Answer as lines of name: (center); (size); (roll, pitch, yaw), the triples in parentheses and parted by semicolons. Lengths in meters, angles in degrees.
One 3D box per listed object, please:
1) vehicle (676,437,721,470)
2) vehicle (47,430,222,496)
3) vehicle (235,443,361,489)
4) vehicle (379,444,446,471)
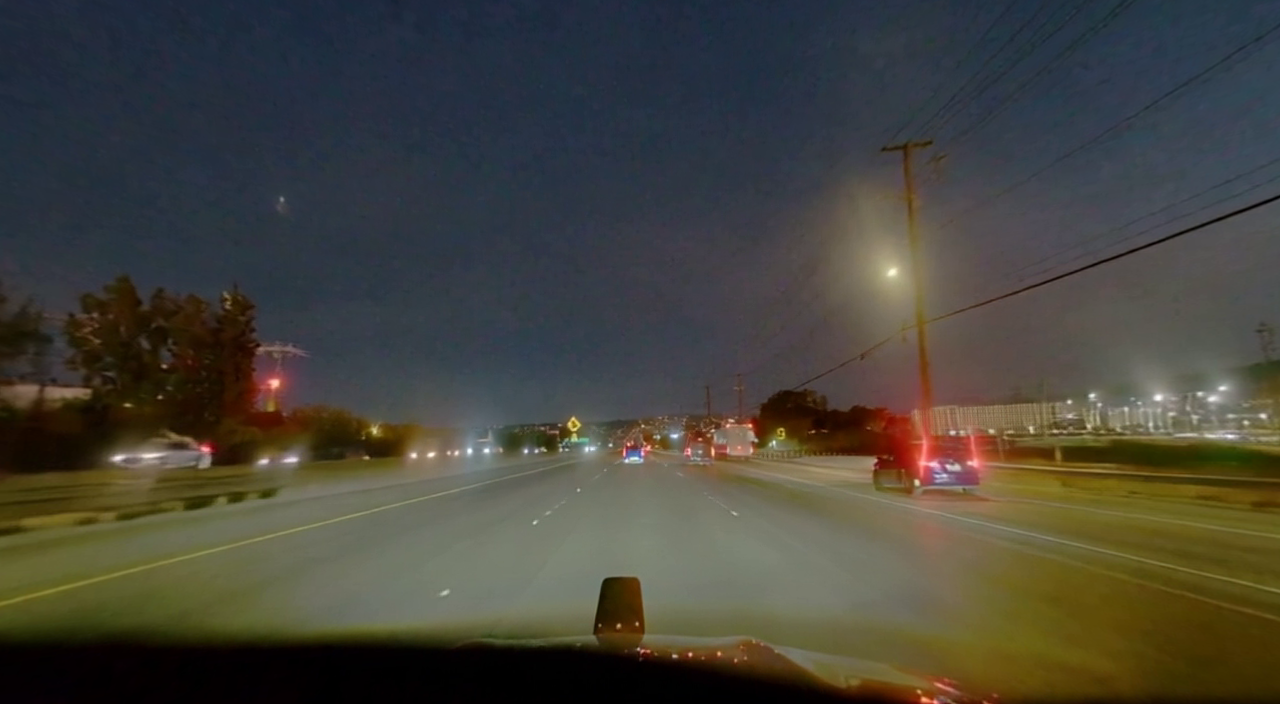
vehicle: (3.393, 6.018, 37.474); (2.036, 1.796, 4.470); (0, -9, -2)
vehicle: (-21.097, 4.643, 26.874); (2.354, 2.455, 5.986); (0, -9, 1)
vehicle: (-13.734, 4.592, 25.853); (2.059, 1.632, 5.389); (0, -9, 1)
vehicle: (-13.506, 6.312, 37.884); (2.057, 1.477, 5.327); (0, -9, 0)
